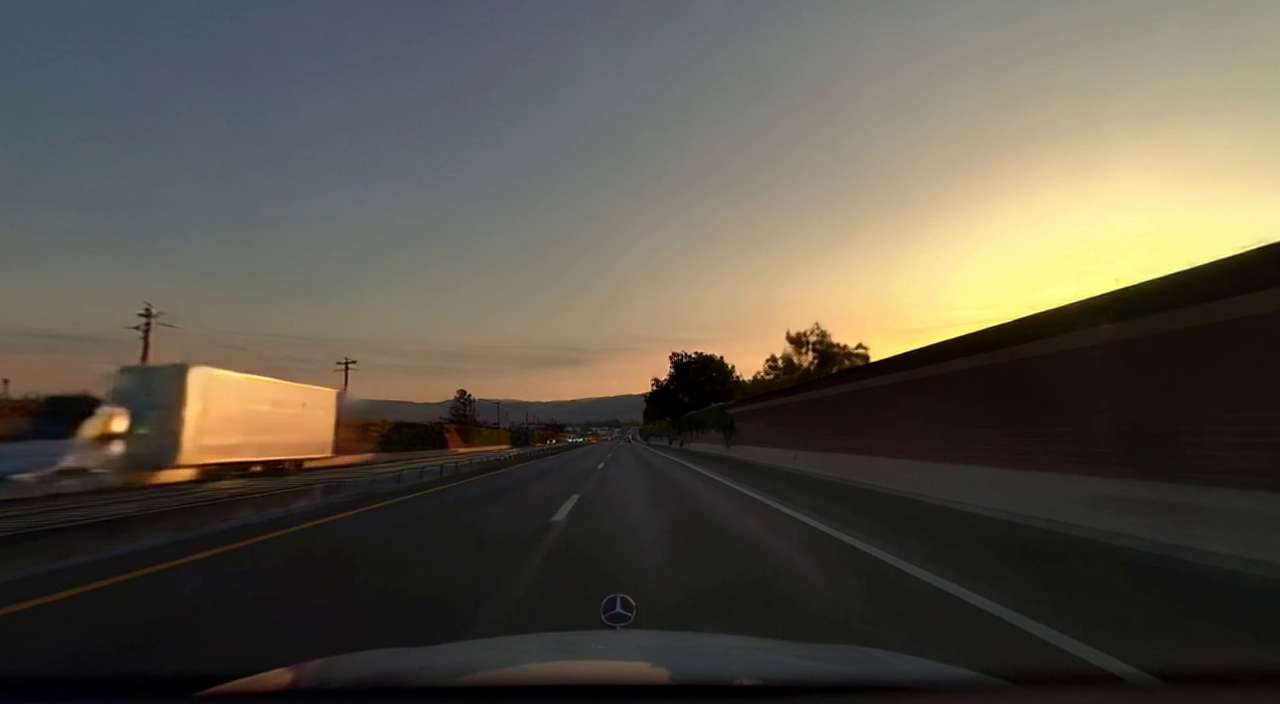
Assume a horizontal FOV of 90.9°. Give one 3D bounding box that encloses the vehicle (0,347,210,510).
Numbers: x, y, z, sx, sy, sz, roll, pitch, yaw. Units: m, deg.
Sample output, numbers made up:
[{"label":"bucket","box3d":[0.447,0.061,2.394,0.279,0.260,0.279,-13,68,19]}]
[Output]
[{"label":"vehicle","box3d":[-16.296,2.231,18.227,3.068,3.877,6.541,0,-8,-1]}]
